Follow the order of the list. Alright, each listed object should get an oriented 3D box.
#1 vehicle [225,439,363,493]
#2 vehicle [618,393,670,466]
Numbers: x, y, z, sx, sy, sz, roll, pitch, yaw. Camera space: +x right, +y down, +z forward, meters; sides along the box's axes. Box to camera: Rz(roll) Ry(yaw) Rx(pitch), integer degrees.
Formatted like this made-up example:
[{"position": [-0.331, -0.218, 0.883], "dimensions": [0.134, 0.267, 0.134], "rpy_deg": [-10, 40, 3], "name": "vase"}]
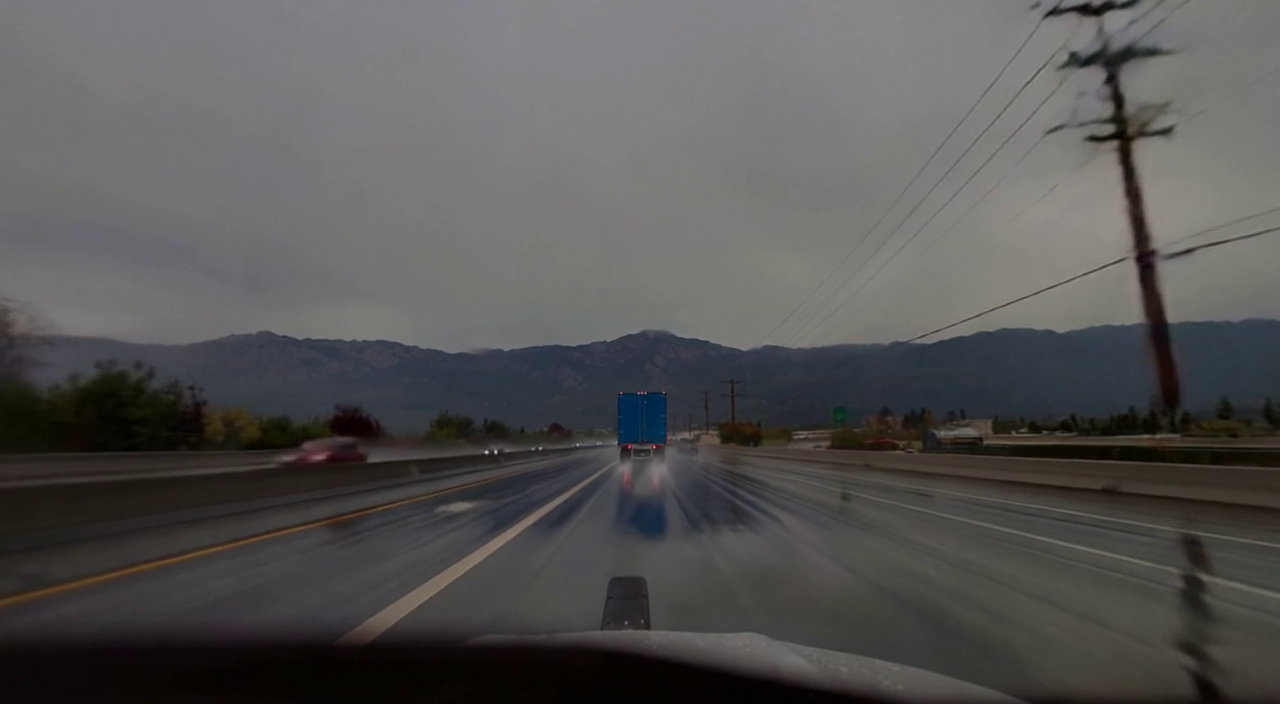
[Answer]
[{"position": [-12.488, 4.127, 23.246], "dimensions": [2.220, 1.764, 5.000], "rpy_deg": [0, -8, 0], "name": "vehicle"}, {"position": [0.173, 5.260, 41.734], "dimensions": [2.919, 4.101, 11.541], "rpy_deg": [0, -8, 0], "name": "vehicle"}]
